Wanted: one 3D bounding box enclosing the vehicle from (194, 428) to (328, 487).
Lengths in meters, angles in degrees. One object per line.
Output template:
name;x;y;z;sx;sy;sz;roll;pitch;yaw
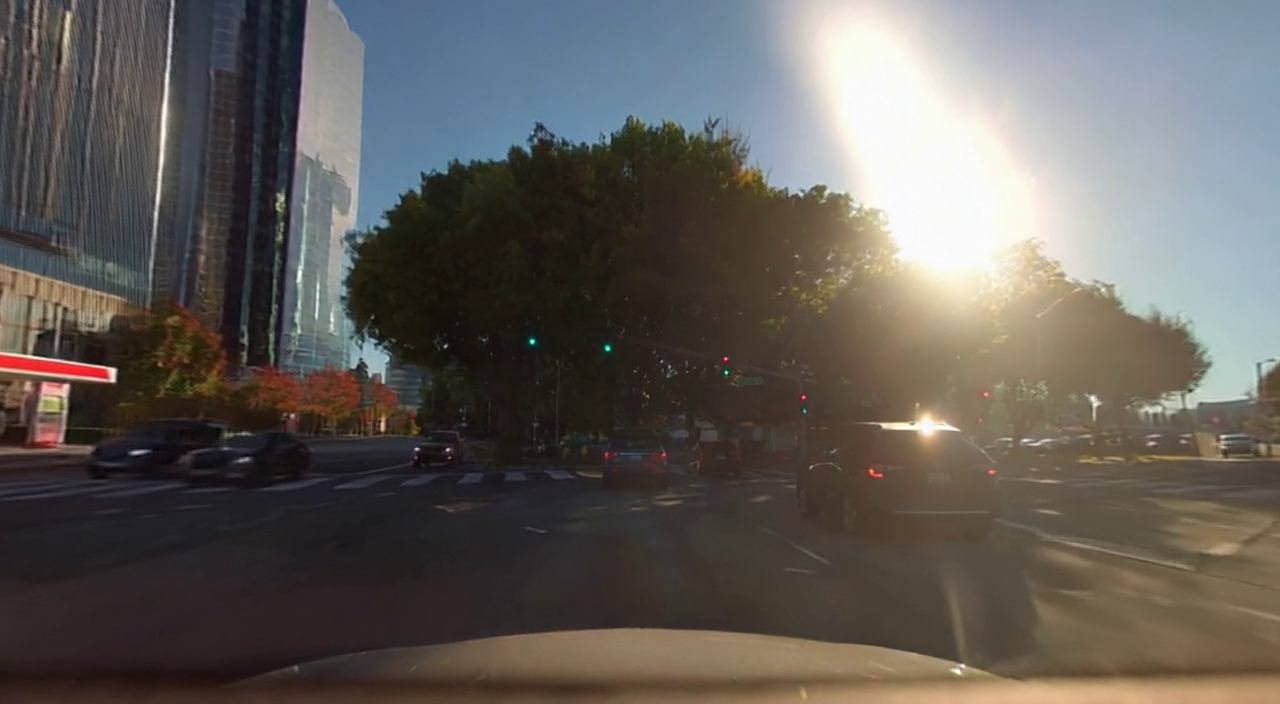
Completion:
vehicle;-11.924;3.320;20.184;2.023;1.671;4.174;1;-8;-6

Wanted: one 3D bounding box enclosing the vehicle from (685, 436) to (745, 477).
vehicle;3.146;4.434;26.975;1.800;1.592;3.658;1;-8;-5

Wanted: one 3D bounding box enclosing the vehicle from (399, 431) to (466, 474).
vehicle;-9.347;4.544;28.719;1.992;1.755;4.283;1;-8;-7

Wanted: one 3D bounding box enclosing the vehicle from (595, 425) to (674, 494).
vehicle;-0.212;3.095;18.518;2.051;1.798;4.168;0;-8;-2

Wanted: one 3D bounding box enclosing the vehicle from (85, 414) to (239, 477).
vehicle;-19.043;3.762;25.527;2.460;2.257;5.387;1;-8;-7

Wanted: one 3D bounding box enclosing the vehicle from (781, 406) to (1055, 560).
vehicle;3.681;1.805;9.398;2.000;1.745;4.206;0;-8;-3

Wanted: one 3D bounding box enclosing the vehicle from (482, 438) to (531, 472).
vehicle;-6.470;5.004;30.869;1.987;1.505;4.337;1;-8;-8
